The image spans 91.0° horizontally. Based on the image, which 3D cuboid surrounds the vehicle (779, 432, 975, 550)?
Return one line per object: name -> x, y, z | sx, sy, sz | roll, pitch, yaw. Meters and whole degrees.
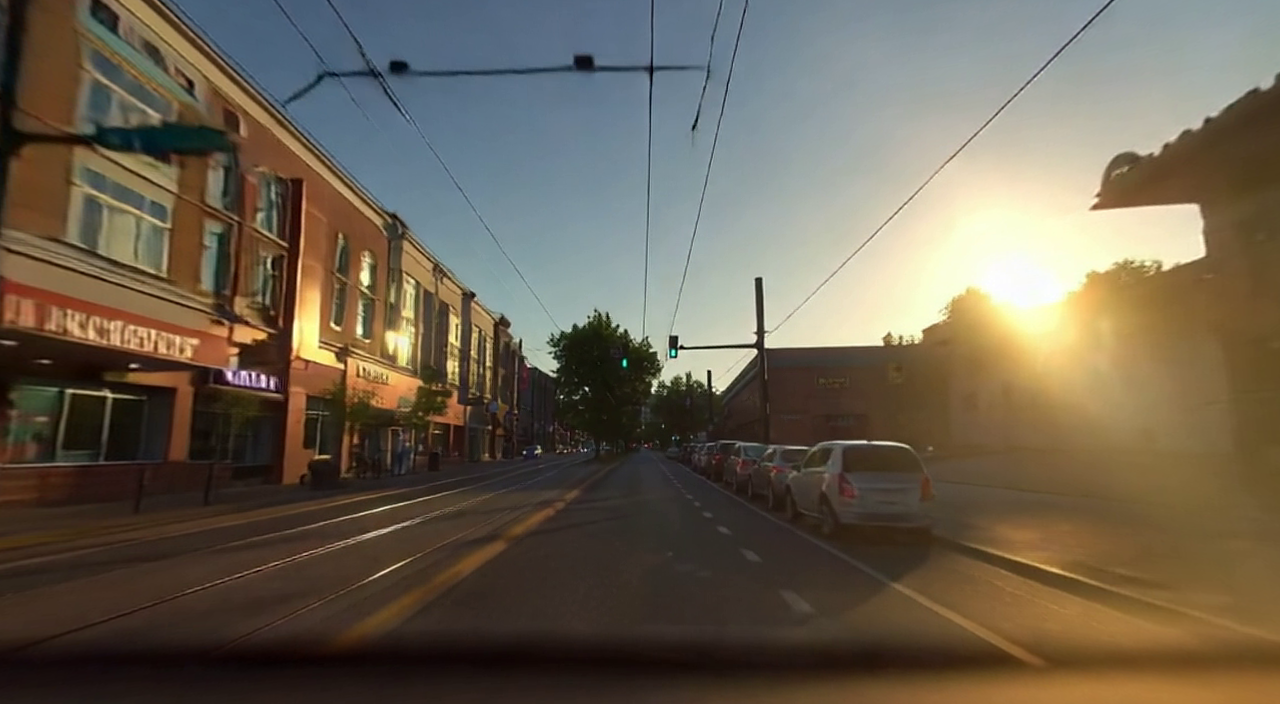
vehicle -> 3.574, 2.122, 10.302 | 1.819, 1.546, 3.681 | 0, -8, 1
